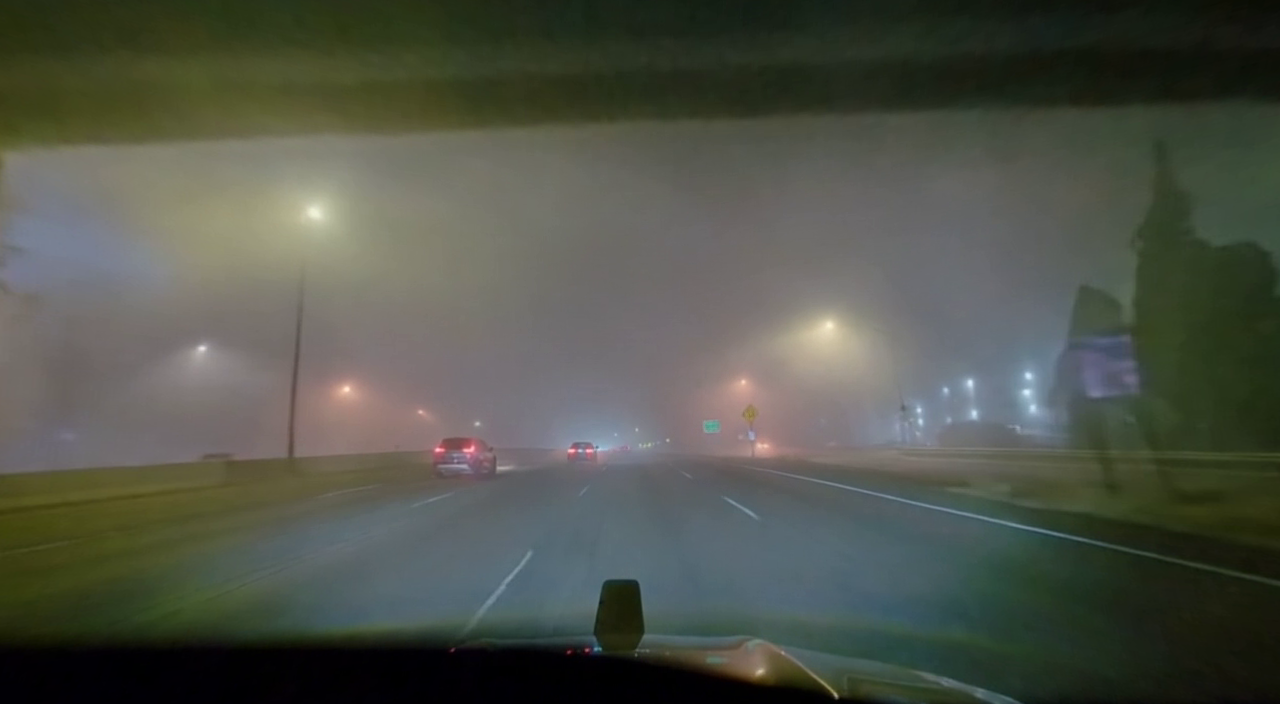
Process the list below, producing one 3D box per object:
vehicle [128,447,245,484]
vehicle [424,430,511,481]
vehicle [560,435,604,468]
[{"bbox_3d":[-19.574,4.895,27.541,1.822,1.434,4.510,2,-9,-2],"label":"vehicle"},{"bbox_3d":[-6.624,4.025,24.838,2.015,1.762,4.790,0,-8,1],"label":"vehicle"},{"bbox_3d":[-3.207,5.593,35.666,2.027,1.697,4.307,0,-8,0],"label":"vehicle"}]
